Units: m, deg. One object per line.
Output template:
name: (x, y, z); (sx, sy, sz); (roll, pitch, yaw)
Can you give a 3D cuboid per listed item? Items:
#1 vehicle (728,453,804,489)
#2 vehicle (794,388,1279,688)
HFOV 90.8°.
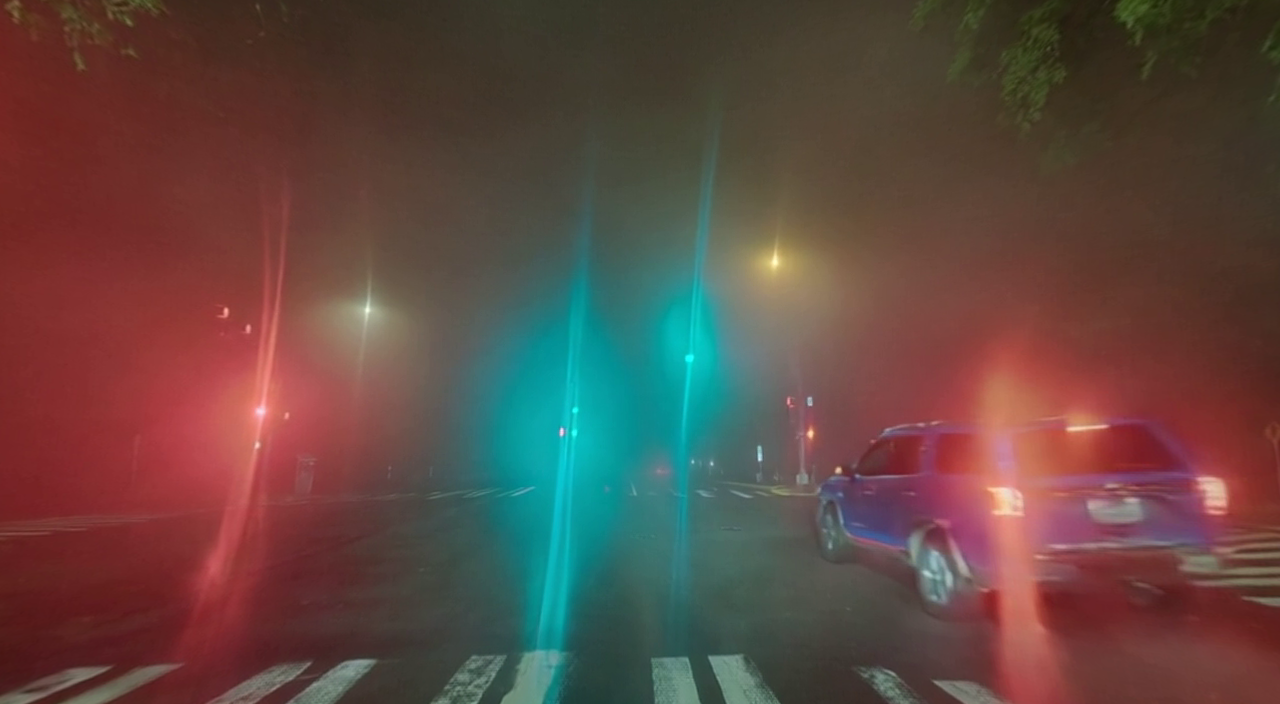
vehicle: (8.846, 8.444, 45.371); (2.771, 2.214, 7.159); (2, -9, -12)
vehicle: (3.184, 1.389, 5.986); (2.140, 1.655, 4.786); (0, -9, -1)
